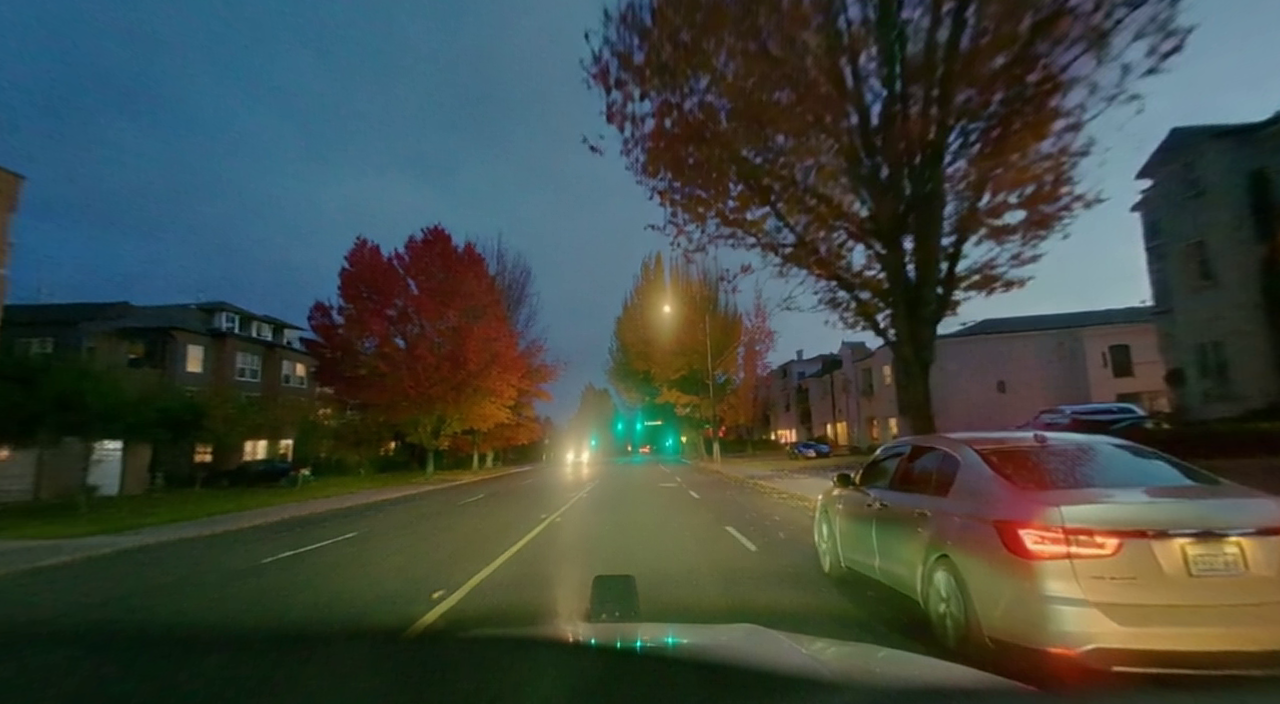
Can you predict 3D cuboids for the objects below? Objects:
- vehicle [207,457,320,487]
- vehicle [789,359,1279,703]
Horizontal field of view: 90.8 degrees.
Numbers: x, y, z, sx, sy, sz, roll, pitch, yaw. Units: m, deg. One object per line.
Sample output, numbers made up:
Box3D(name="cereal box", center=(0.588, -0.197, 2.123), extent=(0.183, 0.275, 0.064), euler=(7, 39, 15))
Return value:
Box3D(name="vehicle", center=(-19.528, 6.217, 32.923), extent=(4.610, 1.463, 1.841), euler=(1, -9, -6))
Box3D(name="vehicle", center=(3.024, 1.283, 5.373), extent=(2.224, 1.791, 4.834), euler=(0, -9, -1))
